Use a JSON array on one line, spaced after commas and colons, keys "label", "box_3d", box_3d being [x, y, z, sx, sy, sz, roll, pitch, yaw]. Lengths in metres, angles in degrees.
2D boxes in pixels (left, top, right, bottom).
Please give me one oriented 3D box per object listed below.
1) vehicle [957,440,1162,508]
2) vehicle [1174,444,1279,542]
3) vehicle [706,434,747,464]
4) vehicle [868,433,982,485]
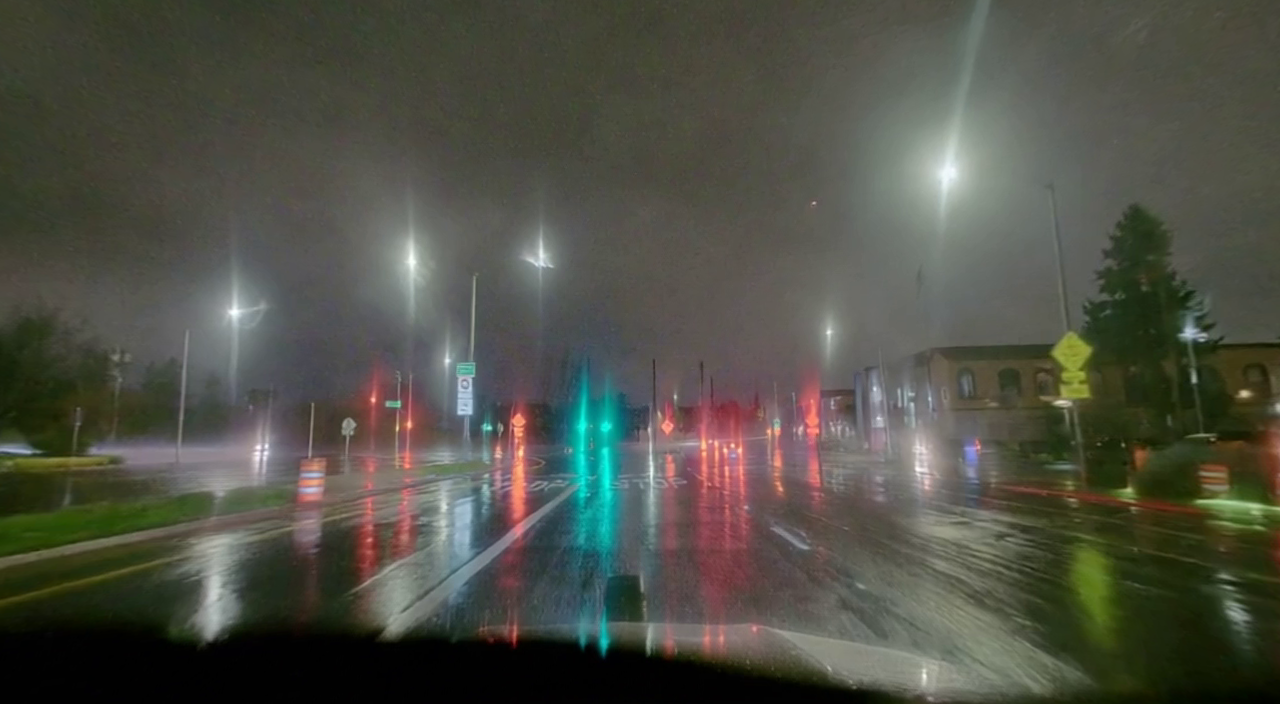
[{"label": "vehicle", "box_3d": [10.409, 3.031, 16.192, 2.000, 1.487, 4.548, 0, -8, -2]}, {"label": "vehicle", "box_3d": [10.427, 2.010, 8.825, 1.934, 1.429, 4.472, 0, -8, -1]}, {"label": "vehicle", "box_3d": [5.480, 6.234, 40.444, 2.150, 1.779, 4.423, 0, -9, 2]}, {"label": "vehicle", "box_3d": [10.513, 3.983, 23.736, 1.961, 1.754, 4.889, 0, -9, 0]}]
